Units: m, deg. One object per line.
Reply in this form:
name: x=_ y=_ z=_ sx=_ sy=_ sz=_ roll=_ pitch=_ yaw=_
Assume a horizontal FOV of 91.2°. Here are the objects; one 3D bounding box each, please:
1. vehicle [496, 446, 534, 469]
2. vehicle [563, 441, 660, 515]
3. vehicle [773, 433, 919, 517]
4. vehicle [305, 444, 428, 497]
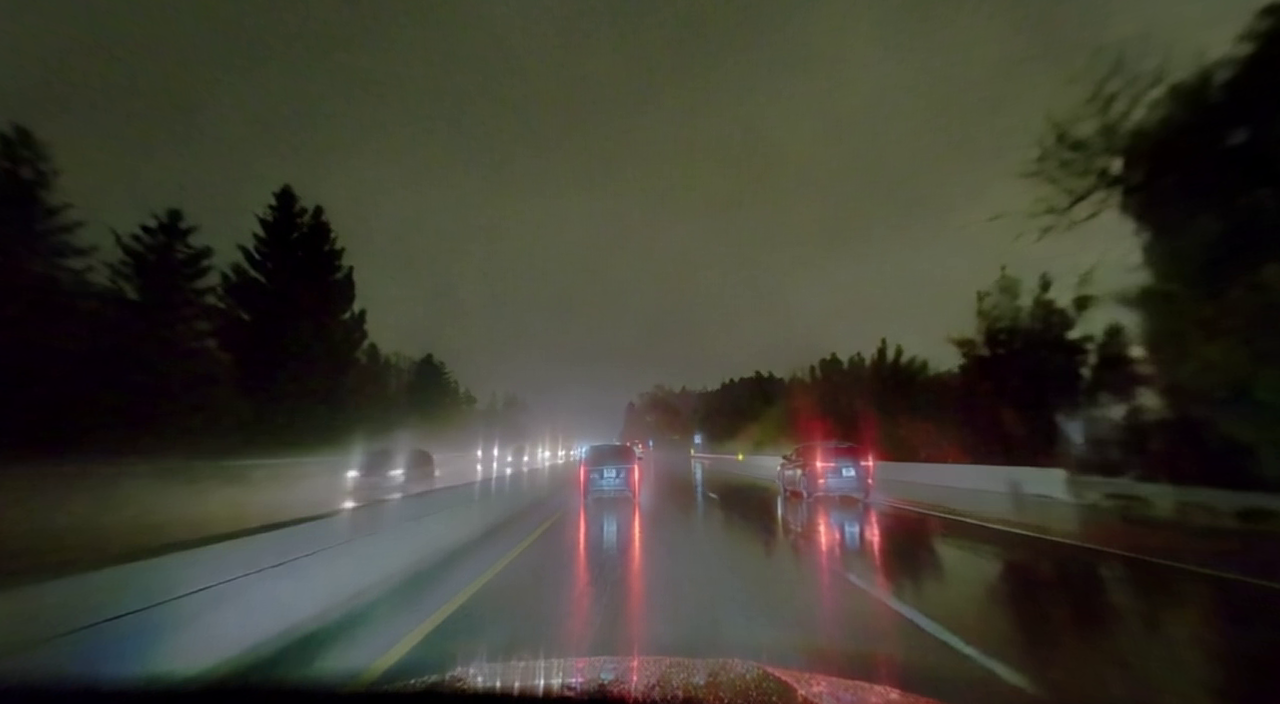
vehicle: x=-9.008 y=7.621 z=45.542 sx=1.883 sy=1.531 sz=4.526 roll=0 pitch=-9 yaw=-1
vehicle: x=-0.600 y=2.941 z=15.123 sx=2.013 sy=1.479 sz=4.169 roll=0 pitch=-9 yaw=0
vehicle: x=4.328 y=2.633 z=13.859 sx=1.910 sy=1.554 sz=3.718 roll=0 pitch=-9 yaw=-1
vehicle: x=-8.630 y=3.753 z=20.285 sx=1.927 sy=1.496 sz=4.600 roll=0 pitch=-9 yaw=0
